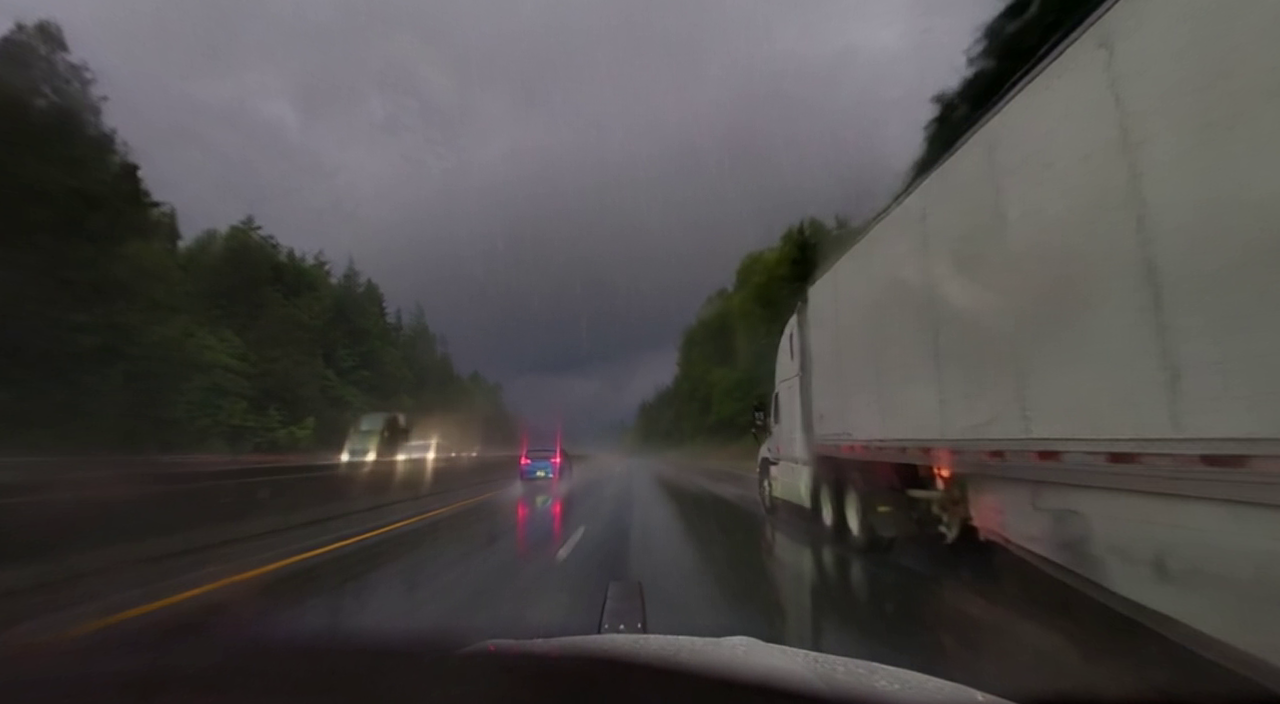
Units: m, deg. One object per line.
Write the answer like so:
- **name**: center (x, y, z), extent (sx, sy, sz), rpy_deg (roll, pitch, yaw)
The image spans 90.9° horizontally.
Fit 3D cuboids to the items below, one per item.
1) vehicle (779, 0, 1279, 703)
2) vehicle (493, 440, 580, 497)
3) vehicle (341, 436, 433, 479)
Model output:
- **vehicle**: center (4.503, -0.386, 3.372), extent (3.532, 4.201, 17.611), rpy_deg (0, -9, 0)
- **vehicle**: center (-3.255, 3.795, 20.822), extent (2.115, 1.670, 4.261), rpy_deg (0, -9, 0)
- **vehicle**: center (-10.678, 4.508, 26.965), extent (2.039, 1.645, 4.443), rpy_deg (-1, -9, 1)
